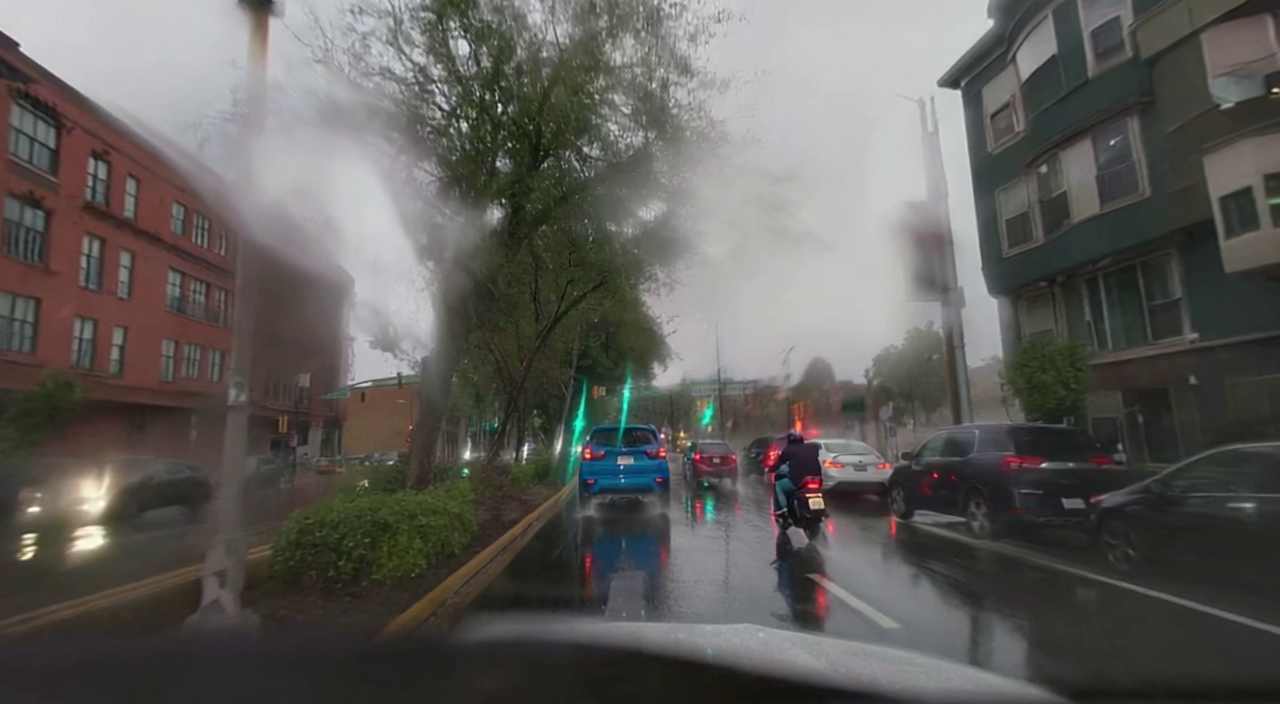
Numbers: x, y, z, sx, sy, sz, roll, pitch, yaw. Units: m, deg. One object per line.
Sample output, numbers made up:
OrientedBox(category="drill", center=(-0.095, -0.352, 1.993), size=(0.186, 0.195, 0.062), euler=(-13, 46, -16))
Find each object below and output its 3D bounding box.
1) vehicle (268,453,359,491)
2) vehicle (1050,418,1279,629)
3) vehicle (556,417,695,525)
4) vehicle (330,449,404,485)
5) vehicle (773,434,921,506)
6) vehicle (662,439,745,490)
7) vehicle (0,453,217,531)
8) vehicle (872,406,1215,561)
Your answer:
OrientedBox(category="vehicle", center=(-18.615, 6.831, 36.396), size=(2.400, 1.913, 6.066), euler=(0, -9, -4))
OrientedBox(category="vehicle", center=(5.552, 1.248, 4.604), size=(1.801, 1.516, 4.868), euler=(0, -9, 0))
OrientedBox(category="vehicle", center=(-0.300, 2.265, 12.467), size=(2.265, 1.748, 4.130), euler=(0, -9, -2))
OrientedBox(category="vehicle", center=(-15.237, 6.391, 35.486), size=(2.267, 1.831, 4.702), euler=(0, -9, -4))
OrientedBox(category="vehicle", center=(4.985, 2.909, 16.018), size=(2.012, 1.532, 4.565), euler=(0, -9, -3))
OrientedBox(category="vehicle", center=(1.976, 3.704, 21.193), size=(2.101, 1.507, 4.355), euler=(0, -9, -3))
OrientedBox(category="vehicle", center=(-13.883, 3.607, 16.916), size=(1.880, 1.702, 4.719), euler=(0, -9, -2))
OrientedBox(category="vehicle", center=(5.361, 1.796, 9.272), size=(2.094, 1.719, 4.150), euler=(0, -9, -3))
